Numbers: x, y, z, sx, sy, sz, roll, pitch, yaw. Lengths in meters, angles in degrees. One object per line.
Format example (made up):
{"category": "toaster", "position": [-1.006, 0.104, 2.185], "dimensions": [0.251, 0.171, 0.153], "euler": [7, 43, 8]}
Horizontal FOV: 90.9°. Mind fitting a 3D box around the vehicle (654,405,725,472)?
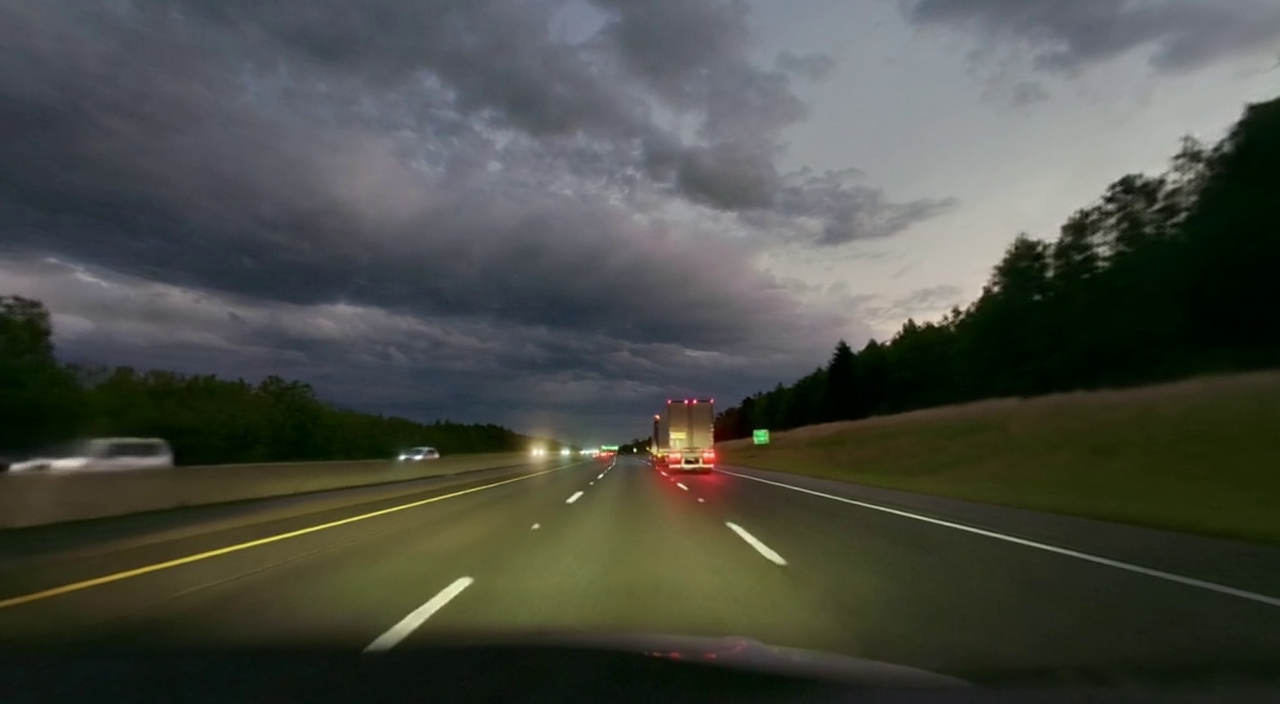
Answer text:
{"category": "vehicle", "position": [3.366, 6.864, 48.849], "dimensions": [3.532, 4.201, 17.611], "euler": [0, -9, -2]}
